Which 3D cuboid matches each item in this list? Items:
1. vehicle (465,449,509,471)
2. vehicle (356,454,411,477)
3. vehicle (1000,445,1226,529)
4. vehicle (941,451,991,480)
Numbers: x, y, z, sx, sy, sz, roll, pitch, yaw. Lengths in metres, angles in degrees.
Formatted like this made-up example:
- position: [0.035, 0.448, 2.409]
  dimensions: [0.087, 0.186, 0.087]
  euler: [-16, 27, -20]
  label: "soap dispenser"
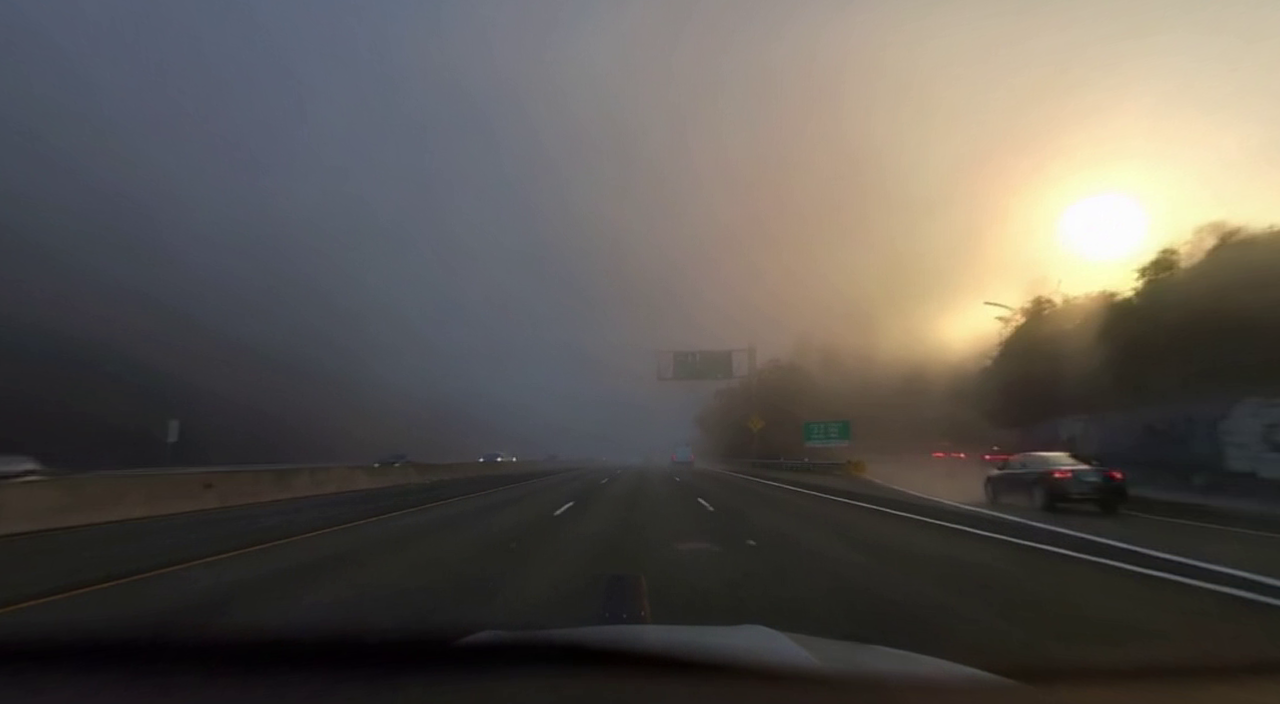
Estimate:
- position: [-12.033, 8.533, 49.935]
  dimensions: [2.015, 1.589, 5.138]
  euler: [0, -9, 2]
  label: "vehicle"
- position: [-18.302, 8.084, 45.218]
  dimensions: [1.960, 1.529, 4.452]
  euler: [0, -9, 1]
  label: "vehicle"
- position: [9.802, 2.783, 13.628]
  dimensions: [1.842, 1.475, 4.479]
  euler: [-1, -9, 8]
  label: "vehicle"
- position: [18.844, 6.500, 36.307]
  dimensions: [2.008, 1.534, 3.912]
  euler: [-6, -11, 33]
  label: "vehicle"
